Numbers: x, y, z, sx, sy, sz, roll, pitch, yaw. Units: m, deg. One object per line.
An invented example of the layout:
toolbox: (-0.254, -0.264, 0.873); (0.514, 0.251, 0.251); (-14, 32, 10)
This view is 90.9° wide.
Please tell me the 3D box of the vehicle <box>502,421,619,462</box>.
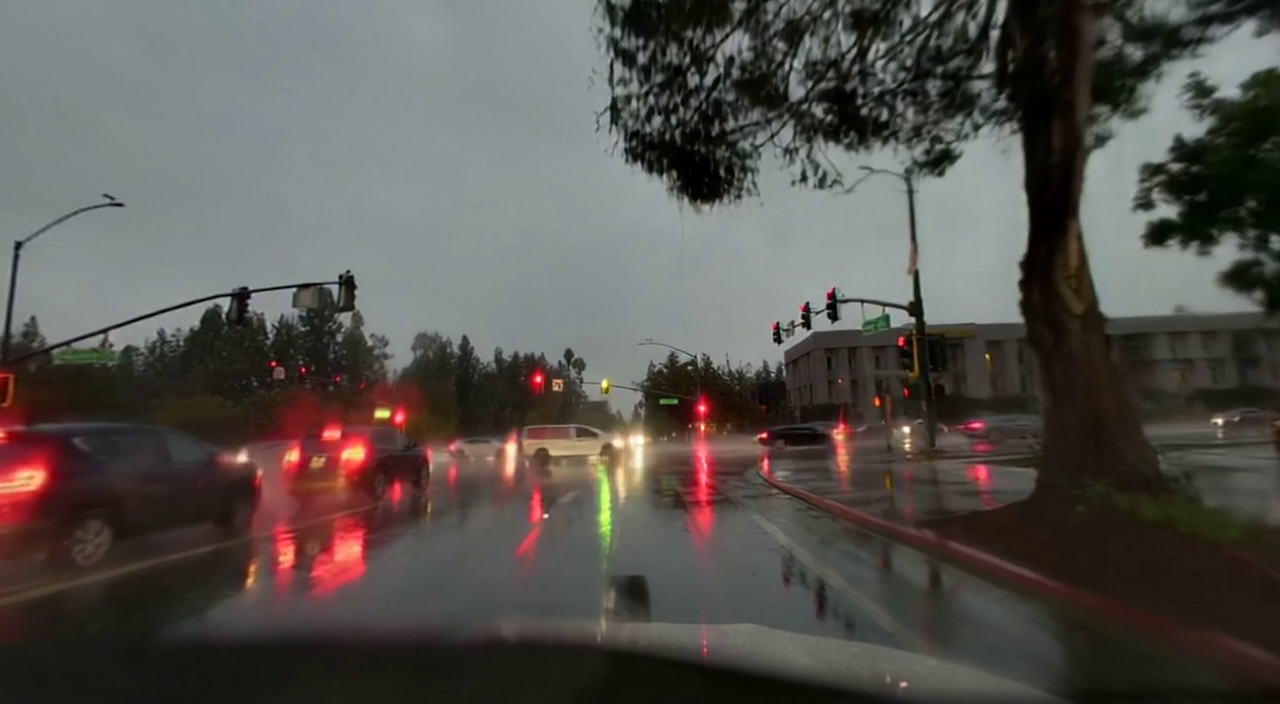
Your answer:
vehicle: (-3.647, 4.222, 29.601); (5.084, 1.824, 2.050); (-1, -9, 6)

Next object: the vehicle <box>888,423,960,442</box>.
vehicle: (22.400, 6.380, 49.894); (4.785, 1.472, 1.799); (-1, -9, 6)

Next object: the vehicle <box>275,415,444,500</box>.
vehicle: (-6.392, 2.483, 15.113); (1.785, 1.678, 4.729); (0, -9, 1)

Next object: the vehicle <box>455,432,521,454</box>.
vehicle: (-11.971, 7.183, 49.688); (4.663, 1.637, 1.836); (-1, -9, 7)

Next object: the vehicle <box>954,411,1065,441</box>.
vehicle: (20.255, 4.103, 34.706); (4.836, 1.508, 1.875); (-1, -9, 6)

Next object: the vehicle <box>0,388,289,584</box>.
vehicle: (-6.669, 1.531, 7.900); (1.967, 1.741, 4.385); (0, -9, 0)

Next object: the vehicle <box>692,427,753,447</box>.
vehicle: (6.228, 6.465, 47.883); (4.459, 1.477, 1.754); (-1, -9, 6)

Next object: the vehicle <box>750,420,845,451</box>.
vehicle: (7.963, 4.279, 32.195); (4.429, 1.489, 1.773); (-1, -9, 6)
